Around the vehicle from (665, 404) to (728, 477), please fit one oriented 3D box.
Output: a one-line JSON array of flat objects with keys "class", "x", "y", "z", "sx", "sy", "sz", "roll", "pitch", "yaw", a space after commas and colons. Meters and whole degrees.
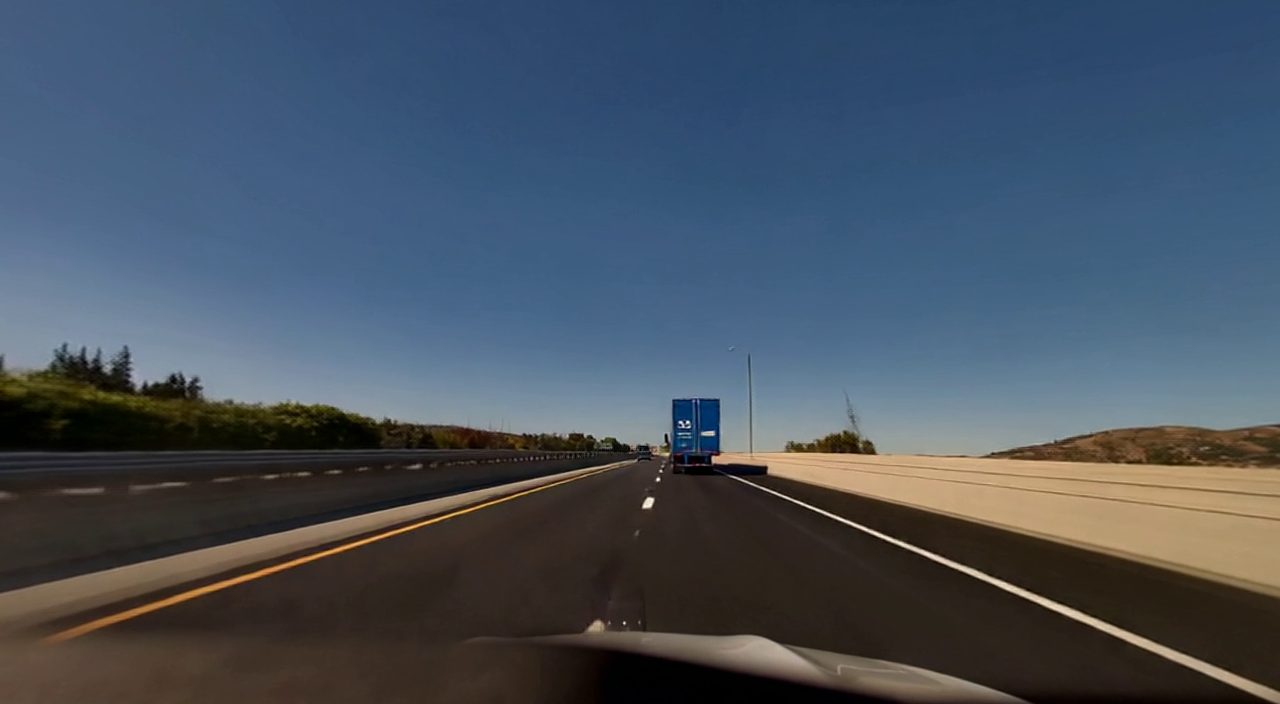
[{"class": "vehicle", "x": 3.144, "y": 5.350, "z": 37.660, "sx": 3.107, "sy": 3.718, "sz": 10.231, "roll": 1, "pitch": -9, "yaw": 2}]
